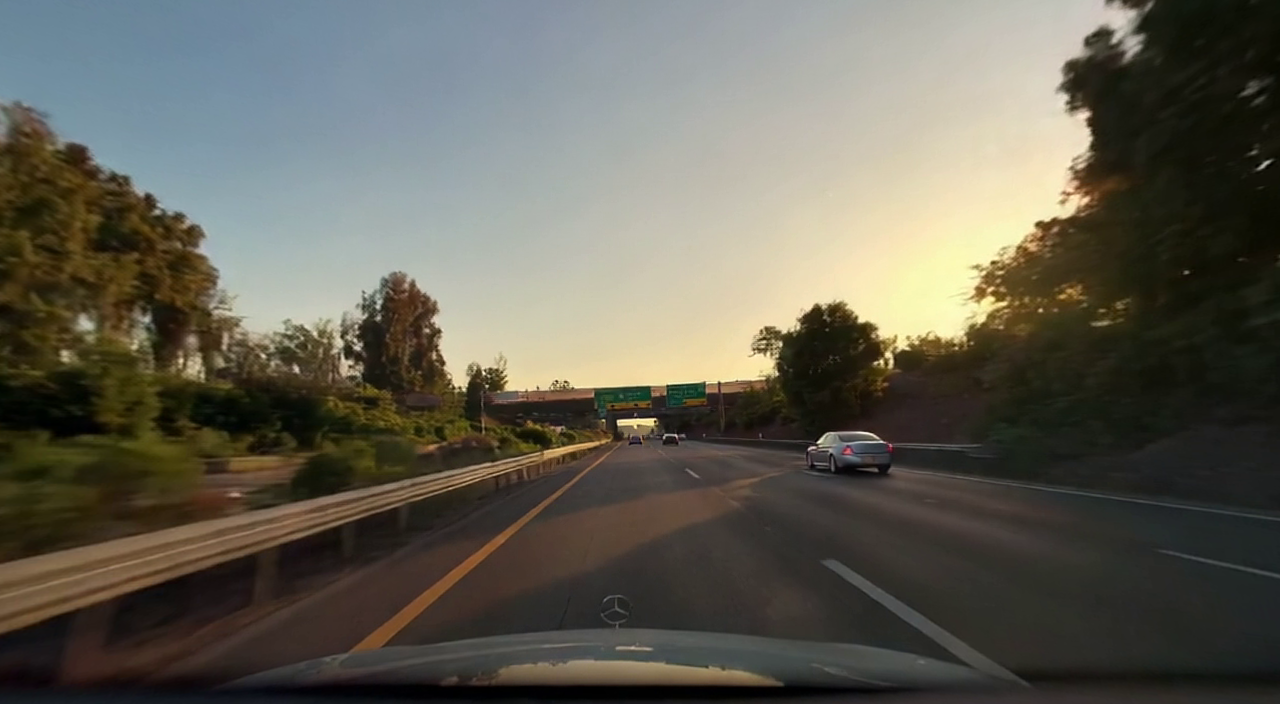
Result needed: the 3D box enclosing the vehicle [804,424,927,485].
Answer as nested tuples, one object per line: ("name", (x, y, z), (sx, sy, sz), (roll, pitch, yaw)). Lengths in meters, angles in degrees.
("vehicle", (6.515, 2.990, 18.736), (1.940, 1.578, 4.122), (0, -8, -3))
